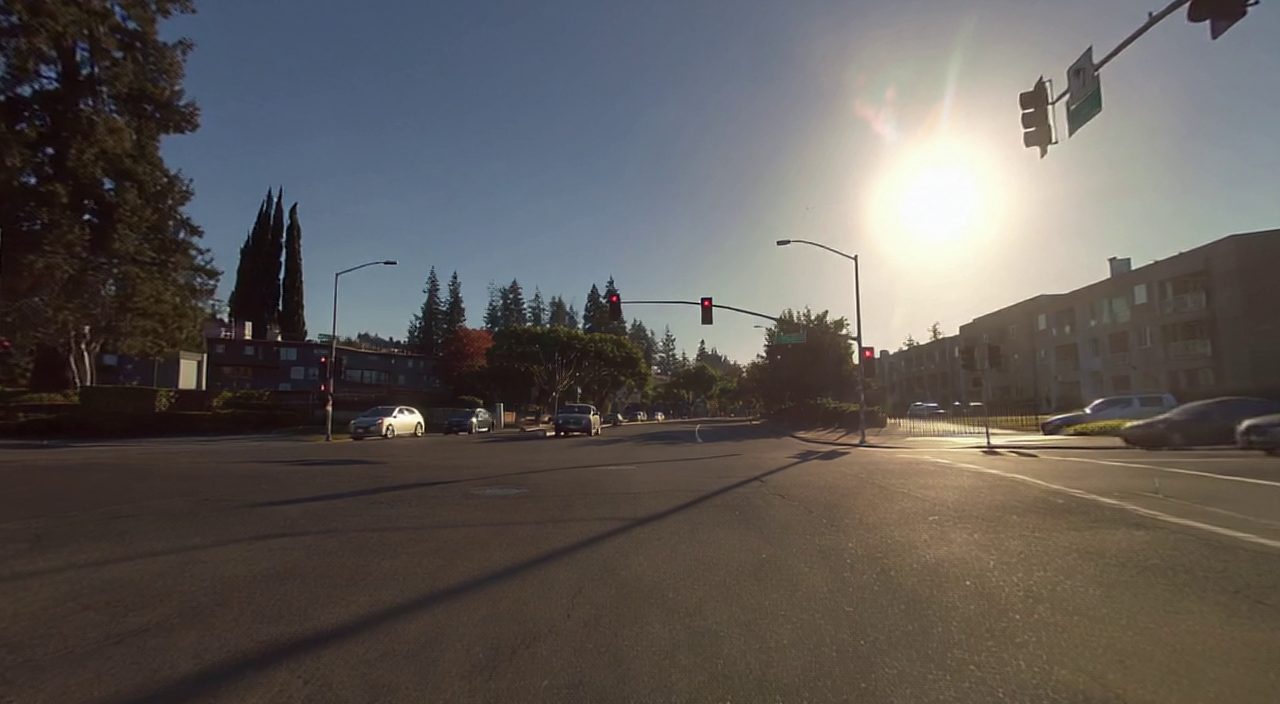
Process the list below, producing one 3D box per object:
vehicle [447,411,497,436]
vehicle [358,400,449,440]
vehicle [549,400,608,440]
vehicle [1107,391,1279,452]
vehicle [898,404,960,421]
[{"bbox_3d":[-11.028,4.777,41.779,1.899,1.510,4.294,-1,-8,4],"label":"vehicle"},{"bbox_3d":[-12.316,3.666,33.346,2.340,1.902,4.920,-1,-9,8],"label":"vehicle"},{"bbox_3d":[-3.225,3.800,34.521,2.306,1.907,5.382,-1,-8,4],"label":"vehicle"},{"bbox_3d":[16.348,2.032,18.181,4.201,1.663,1.848,-1,-8,3],"label":"vehicle"},{"bbox_3d":[22.290,4.683,48.861,3.933,1.219,1.700,0,-9,4],"label":"vehicle"}]
